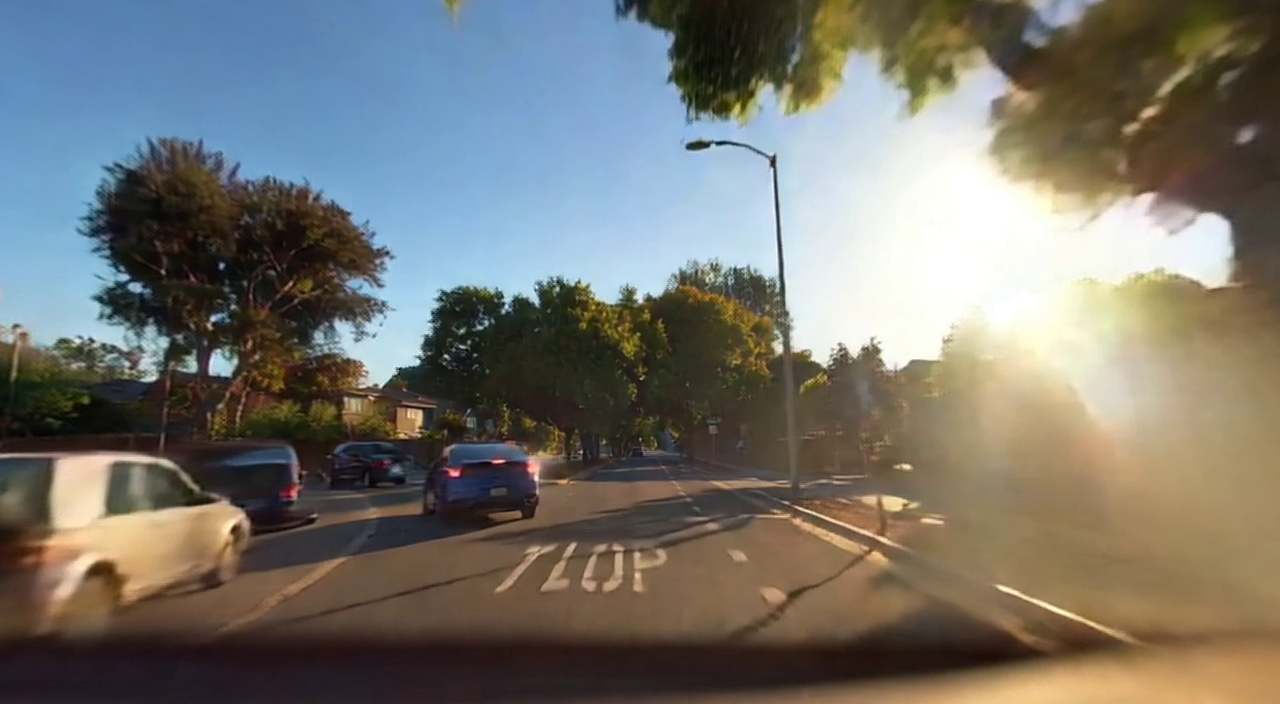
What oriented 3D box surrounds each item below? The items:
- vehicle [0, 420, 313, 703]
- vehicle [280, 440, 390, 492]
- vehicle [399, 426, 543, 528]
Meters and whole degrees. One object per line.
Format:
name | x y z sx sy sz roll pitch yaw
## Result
vehicle | -4.821 1.429 5.173 2.151 1.578 5.036 1 -8 -8
vehicle | -11.511 4.218 23.617 4.240 1.755 2.108 -7 -11 41
vehicle | -3.565 2.394 12.643 2.290 1.653 4.127 3 -9 -21
